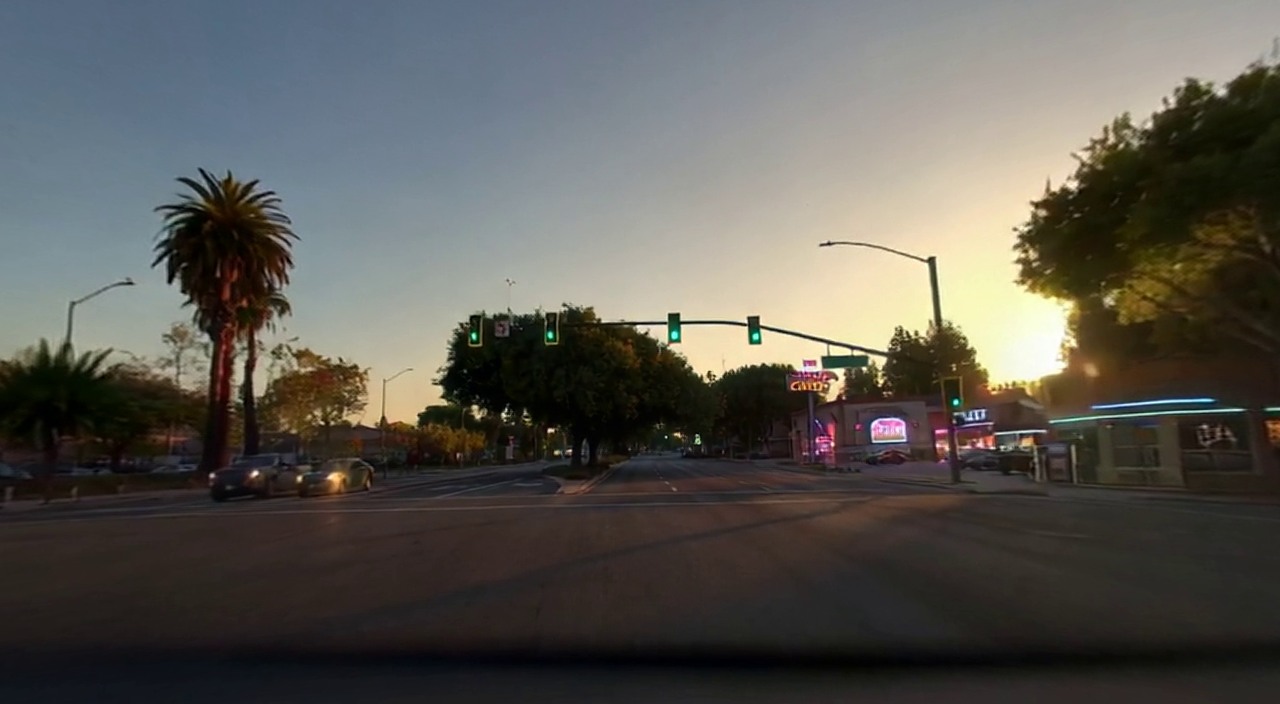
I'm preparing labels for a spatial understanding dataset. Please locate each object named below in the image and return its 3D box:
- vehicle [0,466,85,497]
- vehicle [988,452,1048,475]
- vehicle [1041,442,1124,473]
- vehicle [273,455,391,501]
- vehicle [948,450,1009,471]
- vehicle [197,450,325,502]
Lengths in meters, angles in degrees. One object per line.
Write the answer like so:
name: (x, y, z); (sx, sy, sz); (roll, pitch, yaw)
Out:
vehicle: (-35.272, 7.489, 36.796); (1.906, 1.528, 4.535); (0, -9, -2)
vehicle: (23.517, 6.940, 39.299); (3.142, 1.270, 1.464); (2, -9, -21)
vehicle: (24.506, 5.852, 35.014); (3.381, 1.424, 2.059); (0, -12, -23)
vehicle: (-11.242, 4.605, 23.487); (2.019, 1.434, 4.622); (0, -9, 0)
vehicle: (22.597, 7.225, 42.161); (3.280, 1.344, 1.518); (2, -9, -12)
vehicle: (-14.541, 4.737, 24.669); (1.976, 1.758, 4.986); (0, -9, -1)
